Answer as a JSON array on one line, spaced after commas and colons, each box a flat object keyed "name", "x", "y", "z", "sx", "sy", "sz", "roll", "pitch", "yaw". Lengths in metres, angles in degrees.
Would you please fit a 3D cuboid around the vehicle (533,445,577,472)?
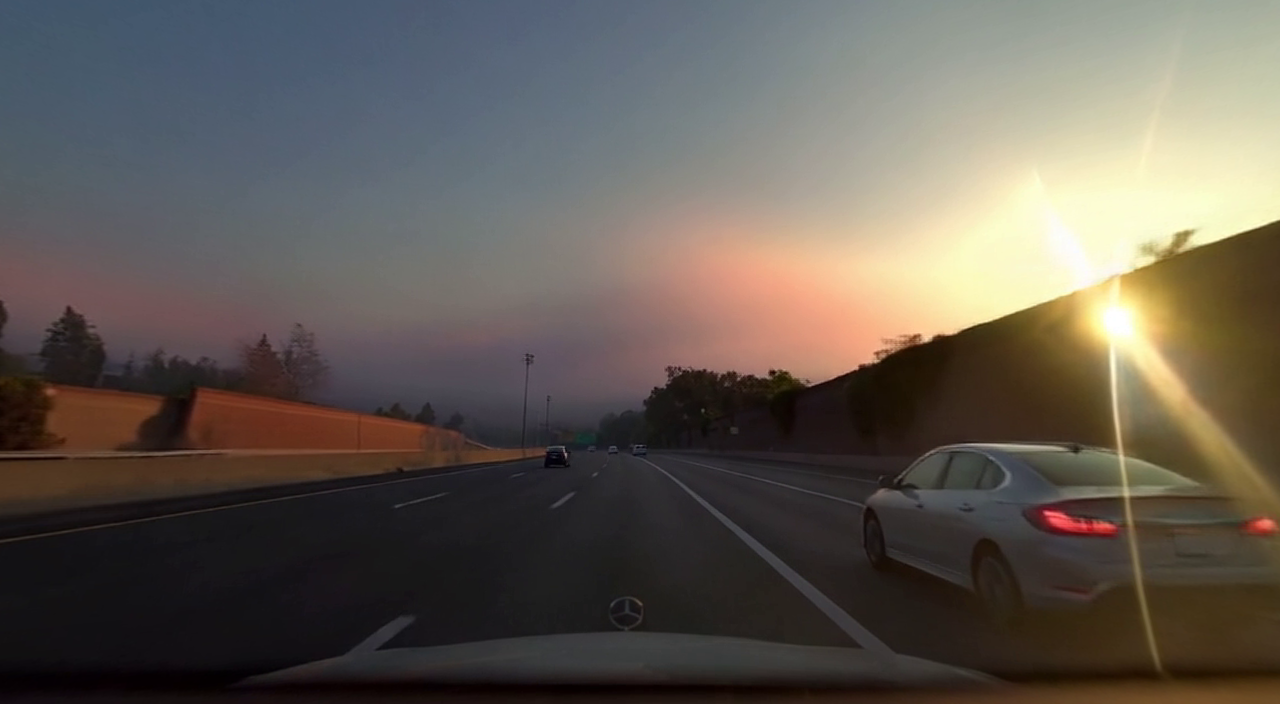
[{"name": "vehicle", "x": -4.852, "y": 6.149, "z": 36.725, "sx": 2.014, "sy": 1.481, "sz": 4.156, "roll": 0, "pitch": -8, "yaw": -1}]

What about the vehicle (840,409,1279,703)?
[{"name": "vehicle", "x": 3.256, "y": 1.292, "z": 4.562, "sx": 2.030, "sy": 1.490, "sz": 4.737, "roll": 0, "pitch": -8, "yaw": 0}]
